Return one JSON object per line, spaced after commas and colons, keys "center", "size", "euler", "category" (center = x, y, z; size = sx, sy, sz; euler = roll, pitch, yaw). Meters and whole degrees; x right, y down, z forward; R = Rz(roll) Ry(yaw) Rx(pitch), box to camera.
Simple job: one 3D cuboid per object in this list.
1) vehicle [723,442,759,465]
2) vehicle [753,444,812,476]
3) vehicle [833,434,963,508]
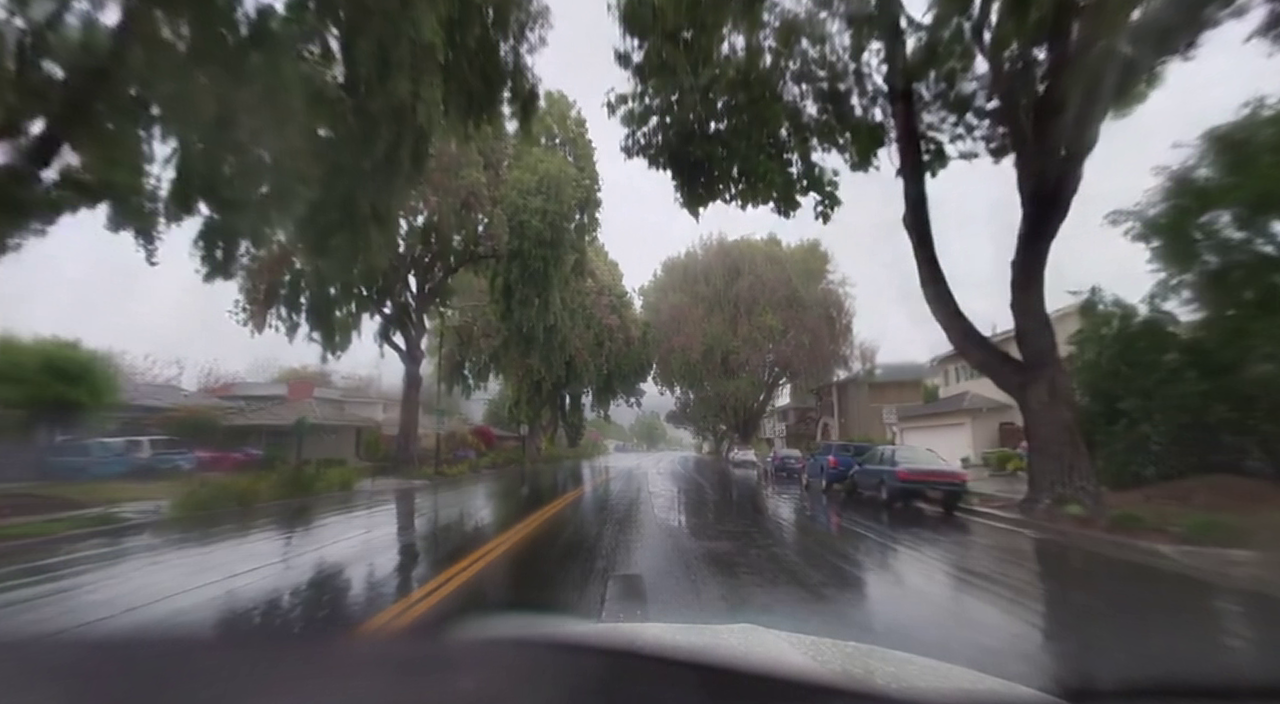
{"center": [7.368, 7.448, 46.556], "size": [1.893, 1.543, 4.434], "euler": [0, -9, 0], "category": "vehicle"}
{"center": [6.926, 5.287, 31.234], "size": [1.913, 1.479, 4.209], "euler": [0, -9, 0], "category": "vehicle"}
{"center": [6.451, 2.991, 16.280], "size": [1.798, 1.669, 3.626], "euler": [0, -9, 0], "category": "vehicle"}
